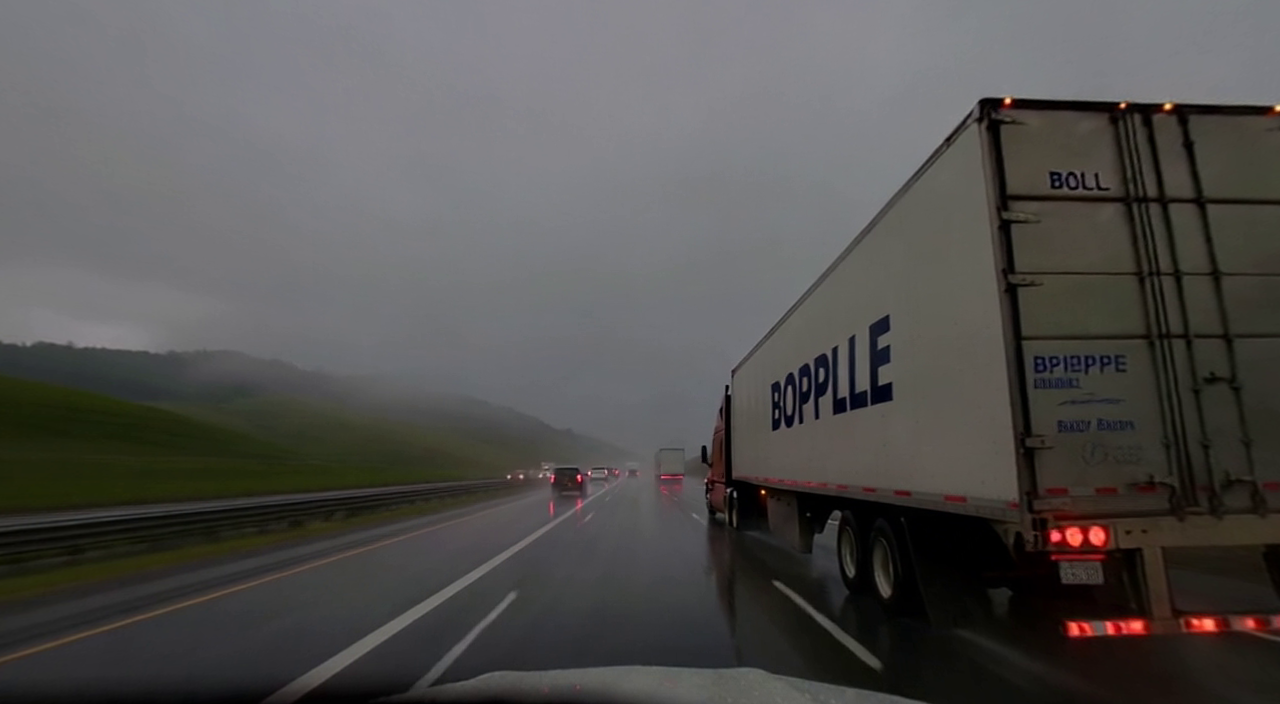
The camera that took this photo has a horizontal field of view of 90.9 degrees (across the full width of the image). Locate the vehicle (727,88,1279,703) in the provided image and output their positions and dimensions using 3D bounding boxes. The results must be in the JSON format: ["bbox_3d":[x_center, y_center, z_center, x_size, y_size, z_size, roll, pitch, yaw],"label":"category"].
[{"bbox_3d":[3.941,1.417,11.019,2.839,4.062,14.051,1,-11,0],"label":"vehicle"}]

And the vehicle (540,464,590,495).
[{"bbox_3d":[-4.079,7.031,34.984,2.088,1.566,4.853,1,-11,1],"label":"vehicle"}]
